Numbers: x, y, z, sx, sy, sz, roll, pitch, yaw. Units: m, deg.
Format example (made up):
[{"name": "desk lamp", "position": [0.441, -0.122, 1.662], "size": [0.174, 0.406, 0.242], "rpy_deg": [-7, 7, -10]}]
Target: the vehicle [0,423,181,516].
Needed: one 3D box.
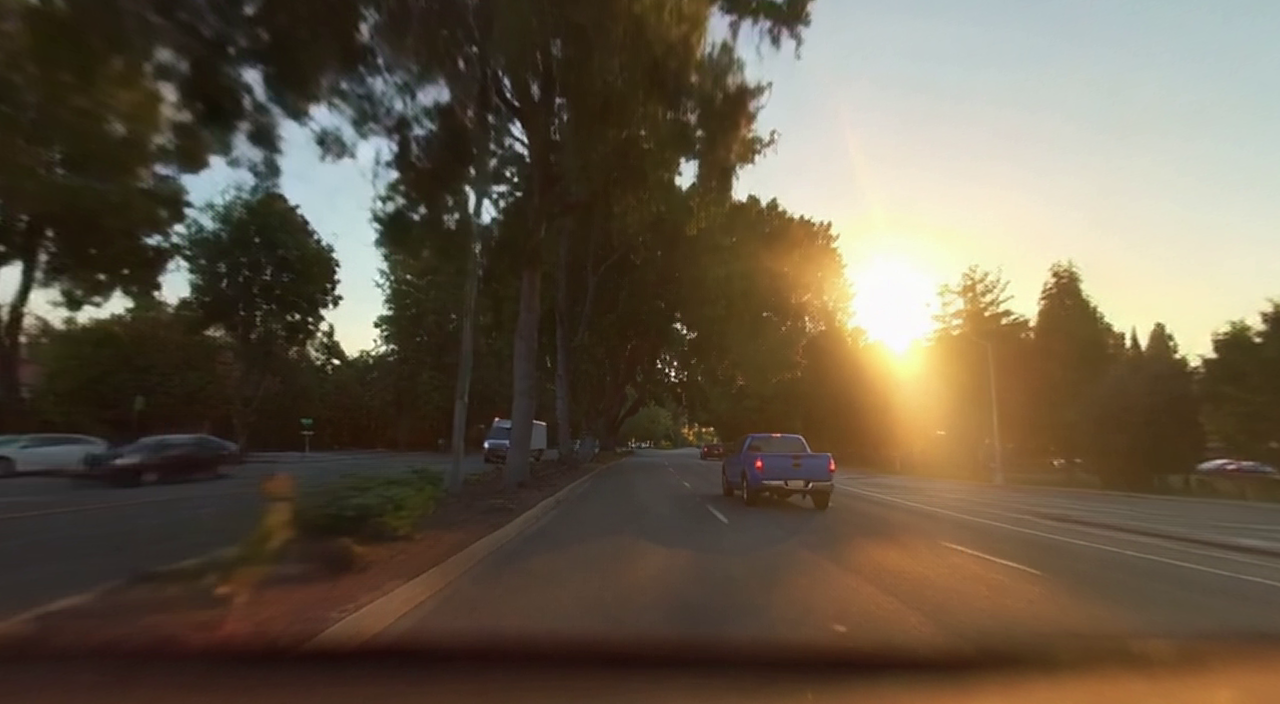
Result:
[{"name": "vehicle", "position": [-11.178, 2.118, 11.704], "size": [1.892, 1.471, 4.532], "rpy_deg": [0, -8, 0]}]

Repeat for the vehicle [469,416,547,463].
[{"name": "vehicle", "position": [-8.628, 5.998, 42.808], "size": [3.046, 2.782, 10.538], "rpy_deg": [0, -8, 0]}]

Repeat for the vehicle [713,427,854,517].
[{"name": "vehicle", "position": [3.043, 2.667, 14.543], "size": [2.108, 1.712, 4.616], "rpy_deg": [0, -8, -1]}]
